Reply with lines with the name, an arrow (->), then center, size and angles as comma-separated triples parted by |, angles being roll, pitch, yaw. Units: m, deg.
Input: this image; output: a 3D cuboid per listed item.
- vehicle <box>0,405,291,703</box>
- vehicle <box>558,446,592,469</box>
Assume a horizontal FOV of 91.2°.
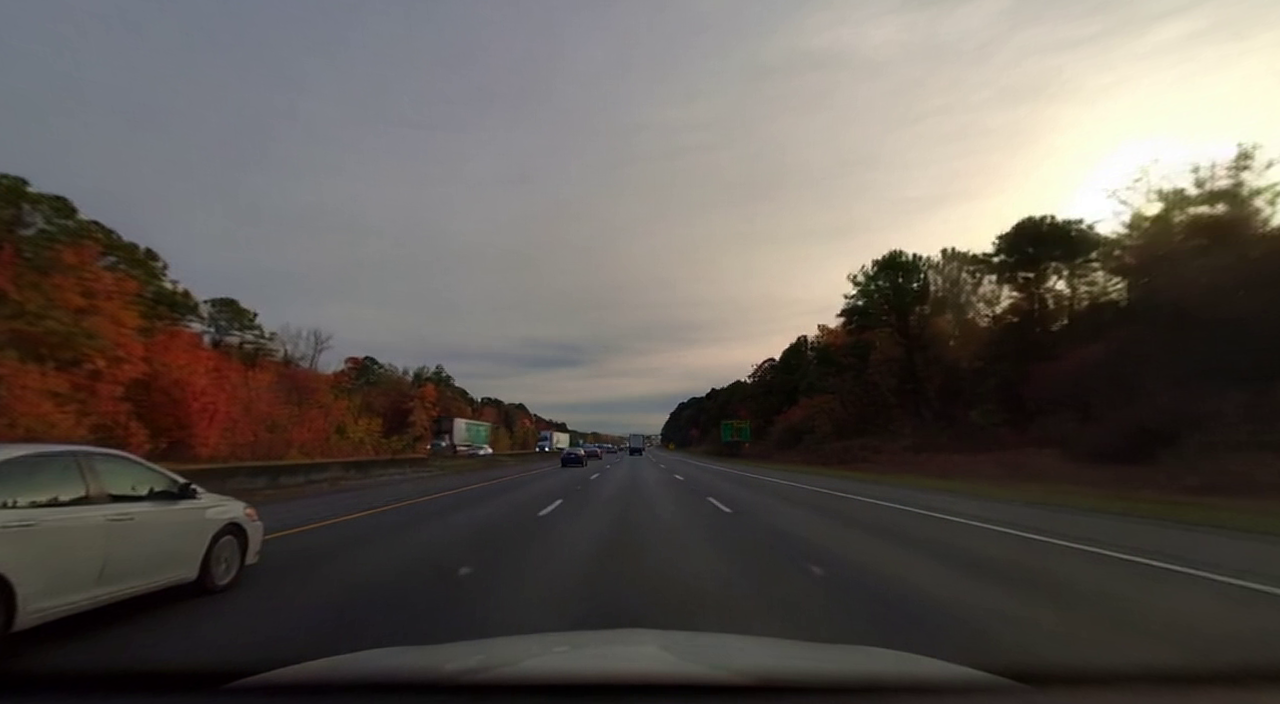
vehicle -> -4.326, 1.141, 3.802 | 2.071, 1.525, 4.058 | 0, -9, 0
vehicle -> -4.465, 7.274, 43.384 | 1.963, 1.475, 3.665 | 0, -9, 0
